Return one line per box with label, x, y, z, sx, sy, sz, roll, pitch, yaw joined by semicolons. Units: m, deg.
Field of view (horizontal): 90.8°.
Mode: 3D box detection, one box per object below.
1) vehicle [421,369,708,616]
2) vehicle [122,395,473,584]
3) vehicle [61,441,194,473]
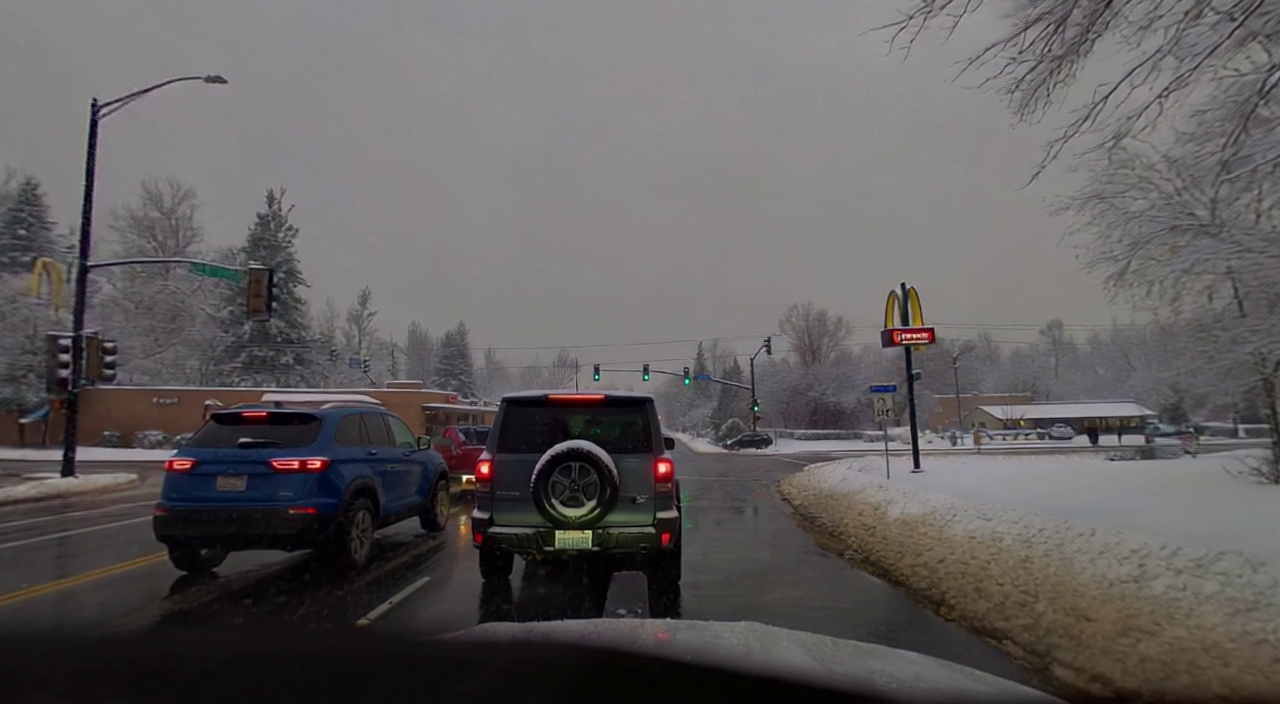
vehicle;-0.630;1.434;7.342;2.224;1.923;4.643;0;-8;-1
vehicle;-3.914;1.665;8.429;2.130;1.819;4.497;0;-8;0
vehicle;-25.249;5.183;31.368;4.713;1.445;1.887;4;-9;-24
